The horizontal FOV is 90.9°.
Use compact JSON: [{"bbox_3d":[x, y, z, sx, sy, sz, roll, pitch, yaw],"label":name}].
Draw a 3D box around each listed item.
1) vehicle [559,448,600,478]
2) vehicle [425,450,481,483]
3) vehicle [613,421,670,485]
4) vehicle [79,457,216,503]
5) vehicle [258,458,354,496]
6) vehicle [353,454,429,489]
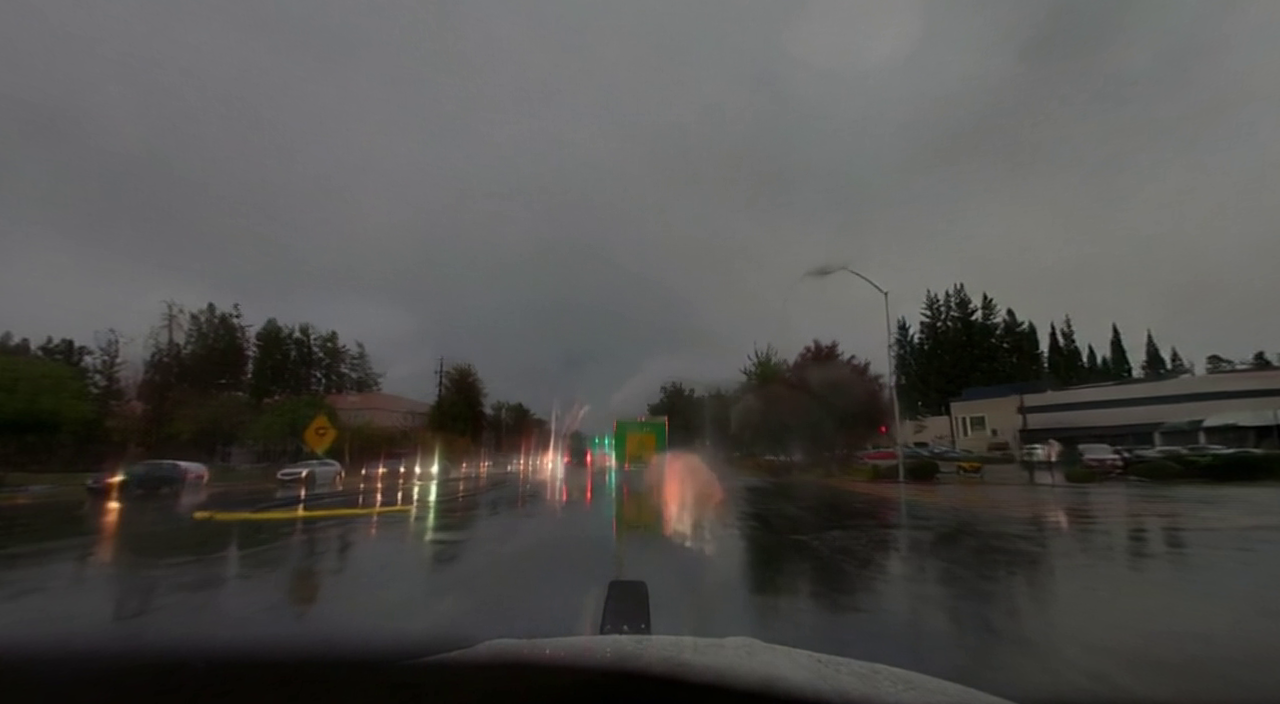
[{"bbox_3d":[-3.954,7.297,41.781,2.184,1.830,4.890,0,-8,0],"label":"vehicle"},{"bbox_3d":[-12.430,7.593,42.153,2.068,1.747,5.040,-4,-7,1],"label":"vehicle"},{"bbox_3d":[-0.103,5.788,36.618,2.843,3.120,10.422,0,-8,-2],"label":"vehicle"},{"bbox_3d":[-22.345,5.791,28.969,2.017,1.785,5.092,-1,-8,3],"label":"vehicle"},{"bbox_3d":[-16.274,6.067,31.044,2.022,1.442,4.853,-4,-8,1],"label":"vehicle"},{"bbox_3d":[-12.926,6.201,33.063,1.960,1.627,4.784,0,-8,1],"label":"vehicle"}]
